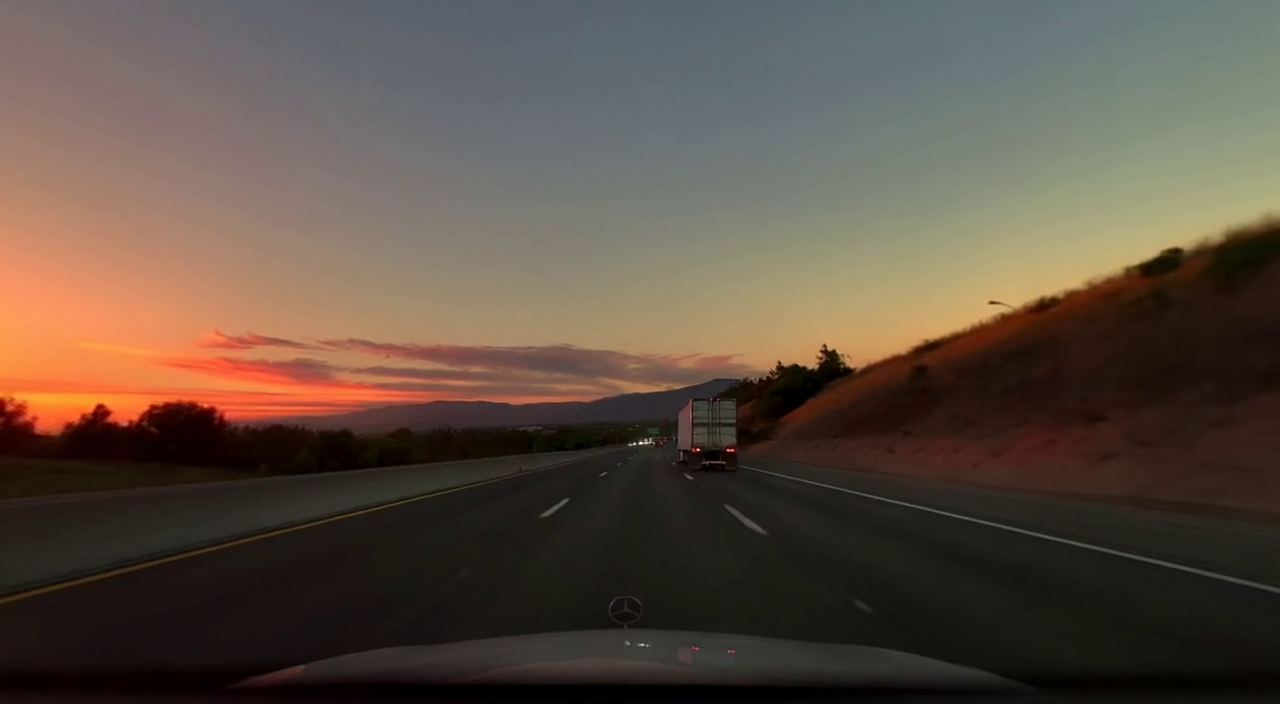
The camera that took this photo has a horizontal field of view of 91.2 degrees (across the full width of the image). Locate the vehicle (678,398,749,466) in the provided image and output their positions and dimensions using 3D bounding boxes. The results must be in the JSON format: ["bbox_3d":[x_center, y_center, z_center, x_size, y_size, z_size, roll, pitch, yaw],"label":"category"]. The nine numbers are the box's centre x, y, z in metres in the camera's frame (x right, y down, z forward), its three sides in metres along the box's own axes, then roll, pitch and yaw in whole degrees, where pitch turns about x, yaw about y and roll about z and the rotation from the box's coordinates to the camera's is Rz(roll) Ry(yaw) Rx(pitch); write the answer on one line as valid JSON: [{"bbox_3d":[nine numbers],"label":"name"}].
[{"bbox_3d":[4.808,5.843,44.656,3.485,3.975,14.489,0,-9,1],"label":"vehicle"}]
